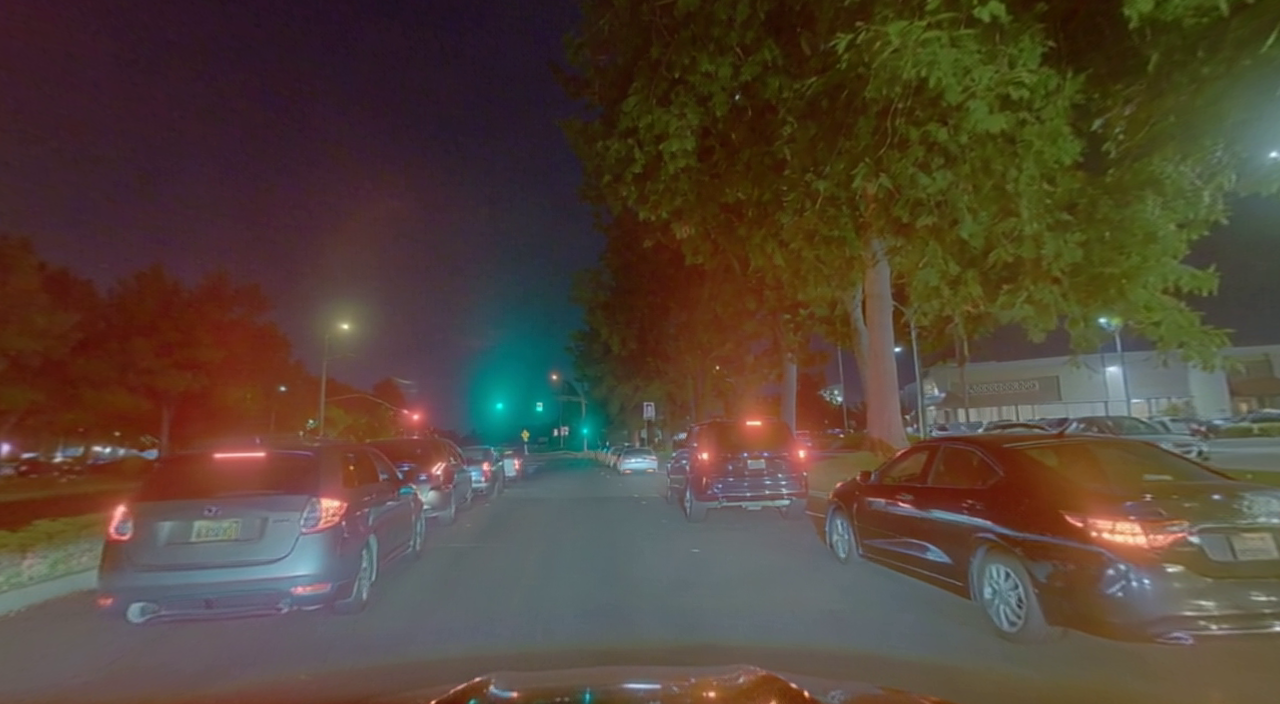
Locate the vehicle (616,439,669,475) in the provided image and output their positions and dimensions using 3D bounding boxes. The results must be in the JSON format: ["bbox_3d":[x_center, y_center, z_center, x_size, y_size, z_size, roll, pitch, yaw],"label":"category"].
[{"bbox_3d":[0.017,4.806,29.135,1.910,1.493,4.490,1,-8,-6],"label":"vehicle"}]

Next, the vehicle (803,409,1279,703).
[{"bbox_3d":[3.240,1.387,5.533,1.904,1.494,4.864,1,-8,-6],"label":"vehicle"}]

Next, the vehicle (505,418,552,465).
[{"bbox_3d":[-8.378,6.873,48.306,2.820,3.263,7.986,1,-8,-5],"label":"vehicle"}]

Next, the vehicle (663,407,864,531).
[{"bbox_3d":[2.050,2.243,12.769,2.324,1.907,5.634,1,-8,-7],"label":"vehicle"}]

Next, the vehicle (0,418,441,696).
[{"bbox_3d":[-3.036,1.460,5.824,1.968,1.497,4.286,2,-9,-14],"label":"vehicle"}]

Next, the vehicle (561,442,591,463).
[{"bbox_3d":[-4.726,7.389,46.495,2.095,1.473,4.301,1,-8,-6],"label":"vehicle"}]
